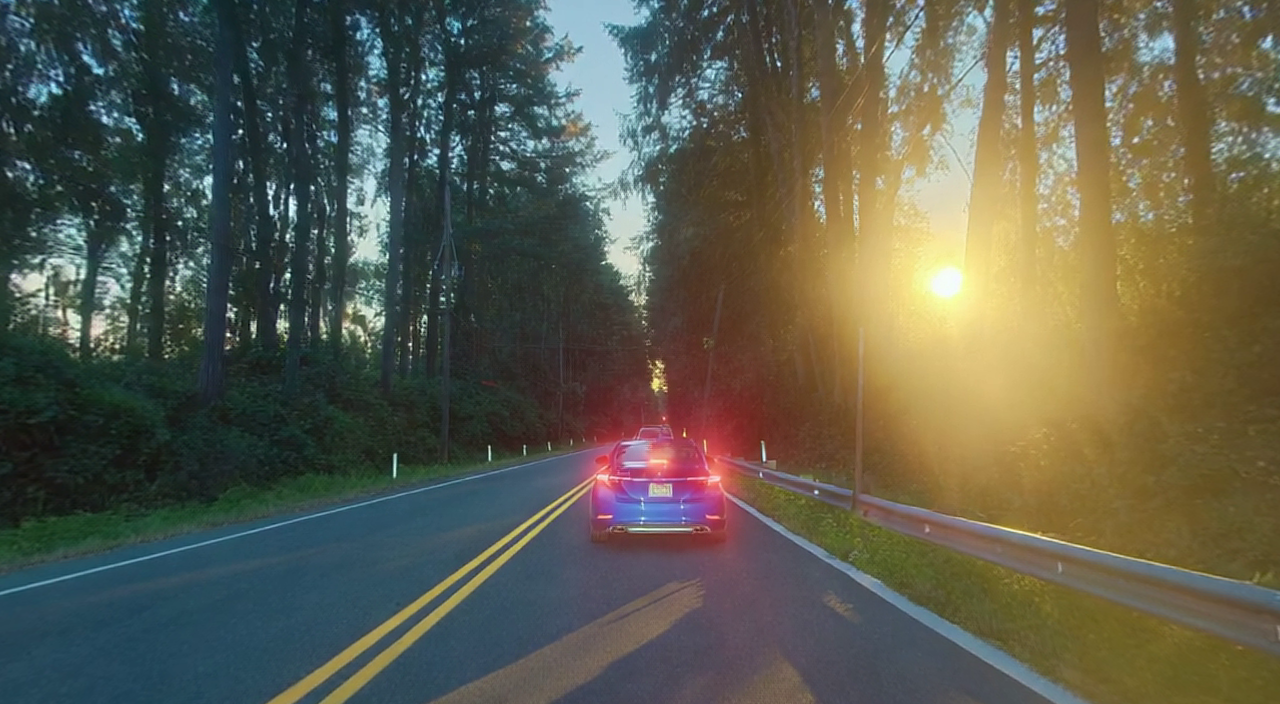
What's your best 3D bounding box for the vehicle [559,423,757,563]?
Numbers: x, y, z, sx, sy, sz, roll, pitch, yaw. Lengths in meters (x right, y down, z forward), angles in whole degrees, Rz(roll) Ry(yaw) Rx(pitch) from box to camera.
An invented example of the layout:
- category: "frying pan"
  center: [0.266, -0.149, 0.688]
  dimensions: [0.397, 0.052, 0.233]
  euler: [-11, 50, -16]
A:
- category: "vehicle"
  center: [0.234, 1.849, 8.918]
  dimensions: [2.187, 1.533, 3.726]
  euler: [0, -8, 1]
